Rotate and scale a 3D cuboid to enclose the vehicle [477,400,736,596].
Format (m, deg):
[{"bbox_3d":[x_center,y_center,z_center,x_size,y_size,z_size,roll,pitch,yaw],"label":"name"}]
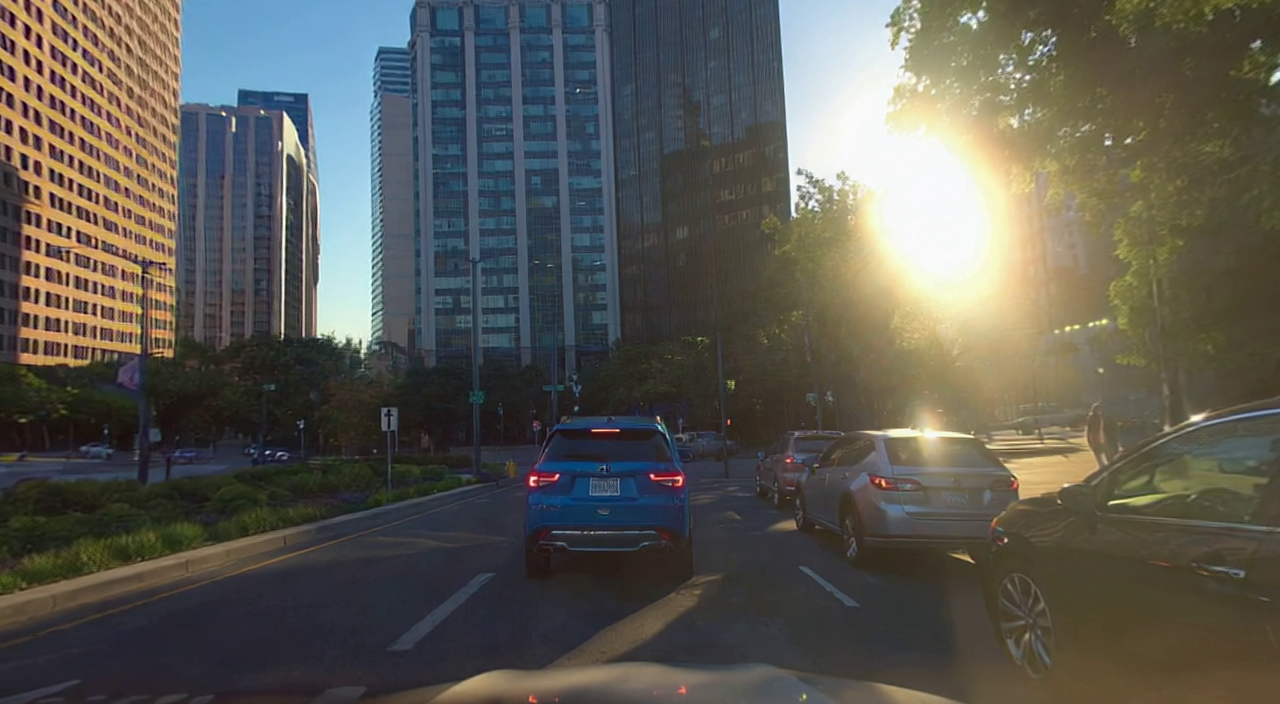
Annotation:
[{"bbox_3d":[-0.338,1.581,7.634,2.249,1.684,4.084,0,-9,-1],"label":"vehicle"}]

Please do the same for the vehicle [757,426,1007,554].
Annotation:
[{"bbox_3d":[3.290,1.978,9.812,1.941,1.482,4.632,0,-9,-2],"label":"vehicle"}]

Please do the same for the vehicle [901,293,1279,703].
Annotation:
[{"bbox_3d":[3.001,0.749,2.242,2.063,1.760,4.664,0,-9,-1],"label":"vehicle"}]
